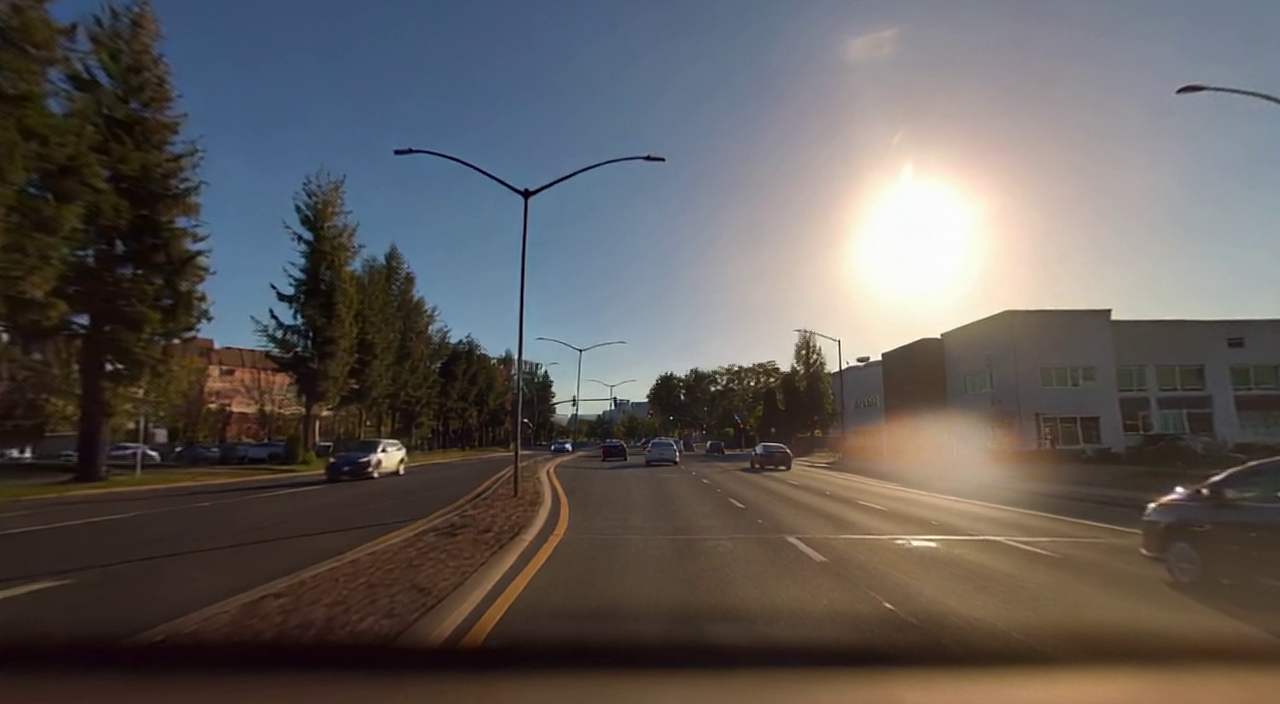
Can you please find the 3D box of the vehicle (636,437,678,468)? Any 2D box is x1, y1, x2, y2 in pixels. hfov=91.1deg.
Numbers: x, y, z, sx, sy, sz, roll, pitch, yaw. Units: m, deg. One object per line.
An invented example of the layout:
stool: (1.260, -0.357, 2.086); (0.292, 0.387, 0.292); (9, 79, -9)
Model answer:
vehicle: (0.817, 5.293, 33.240); (1.971, 1.479, 4.493); (0, -8, -1)

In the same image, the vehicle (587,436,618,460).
vehicle: (-2.624, 6.767, 44.150); (2.074, 1.575, 4.326); (0, -8, -4)

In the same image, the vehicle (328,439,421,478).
vehicle: (-11.124, 4.478, 26.679); (1.984, 1.472, 4.487); (0, -8, 0)

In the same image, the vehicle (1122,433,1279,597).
vehicle: (6.847, 1.395, 5.112); (1.975, 1.488, 4.798); (0, -8, -1)

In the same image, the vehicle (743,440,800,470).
vehicle: (6.910, 5.442, 33.466); (1.918, 1.484, 4.456); (0, -8, -2)
